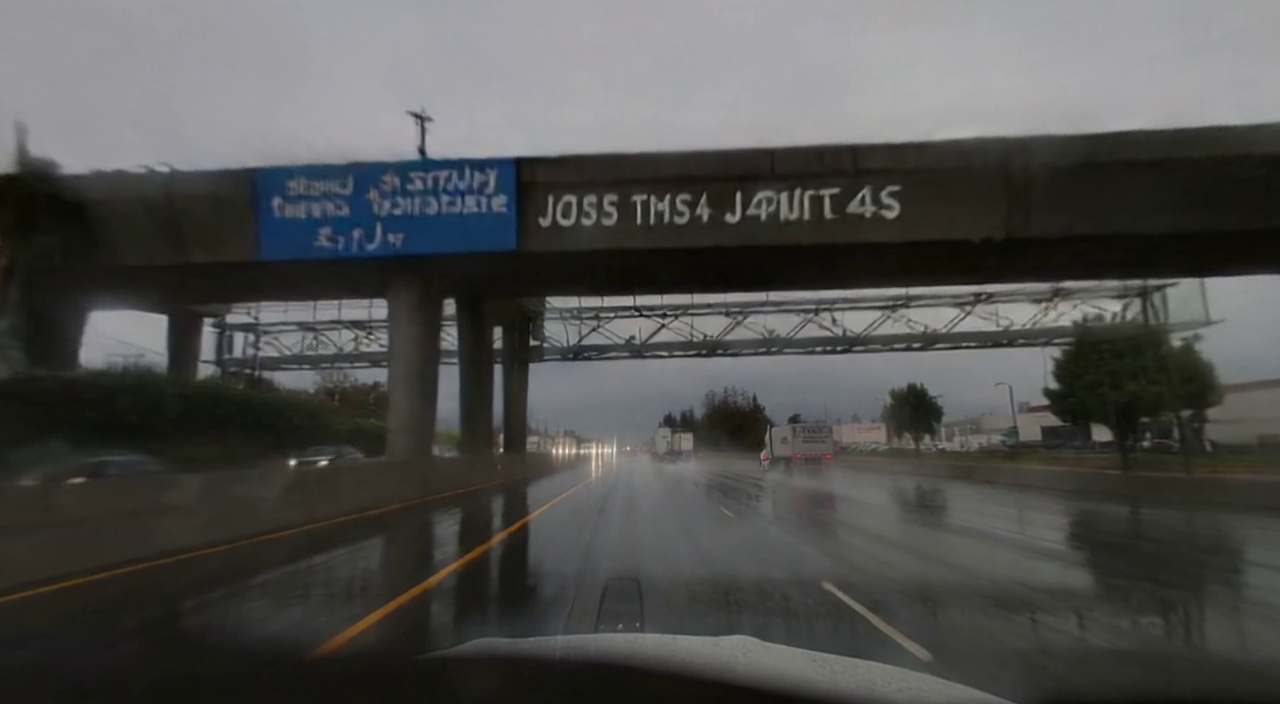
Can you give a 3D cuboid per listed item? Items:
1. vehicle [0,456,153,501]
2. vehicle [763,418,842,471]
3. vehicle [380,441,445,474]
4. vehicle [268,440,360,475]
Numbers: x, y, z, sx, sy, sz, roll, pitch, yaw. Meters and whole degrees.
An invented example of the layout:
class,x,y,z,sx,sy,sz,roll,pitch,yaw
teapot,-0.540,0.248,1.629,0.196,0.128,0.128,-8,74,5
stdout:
class,x,y,z,sx,sy,sz,roll,pitch,yaw
vehicle,-20.596,4.545,23.149,1.836,1.410,4.606,0,-9,-1
vehicle,11.197,6.570,44.696,2.912,3.293,9.588,0,-9,-1
vehicle,-10.489,4.881,29.319,1.676,1.424,3.480,0,-9,0
vehicle,-16.686,5.433,32.663,2.138,1.624,4.803,1,-9,0
